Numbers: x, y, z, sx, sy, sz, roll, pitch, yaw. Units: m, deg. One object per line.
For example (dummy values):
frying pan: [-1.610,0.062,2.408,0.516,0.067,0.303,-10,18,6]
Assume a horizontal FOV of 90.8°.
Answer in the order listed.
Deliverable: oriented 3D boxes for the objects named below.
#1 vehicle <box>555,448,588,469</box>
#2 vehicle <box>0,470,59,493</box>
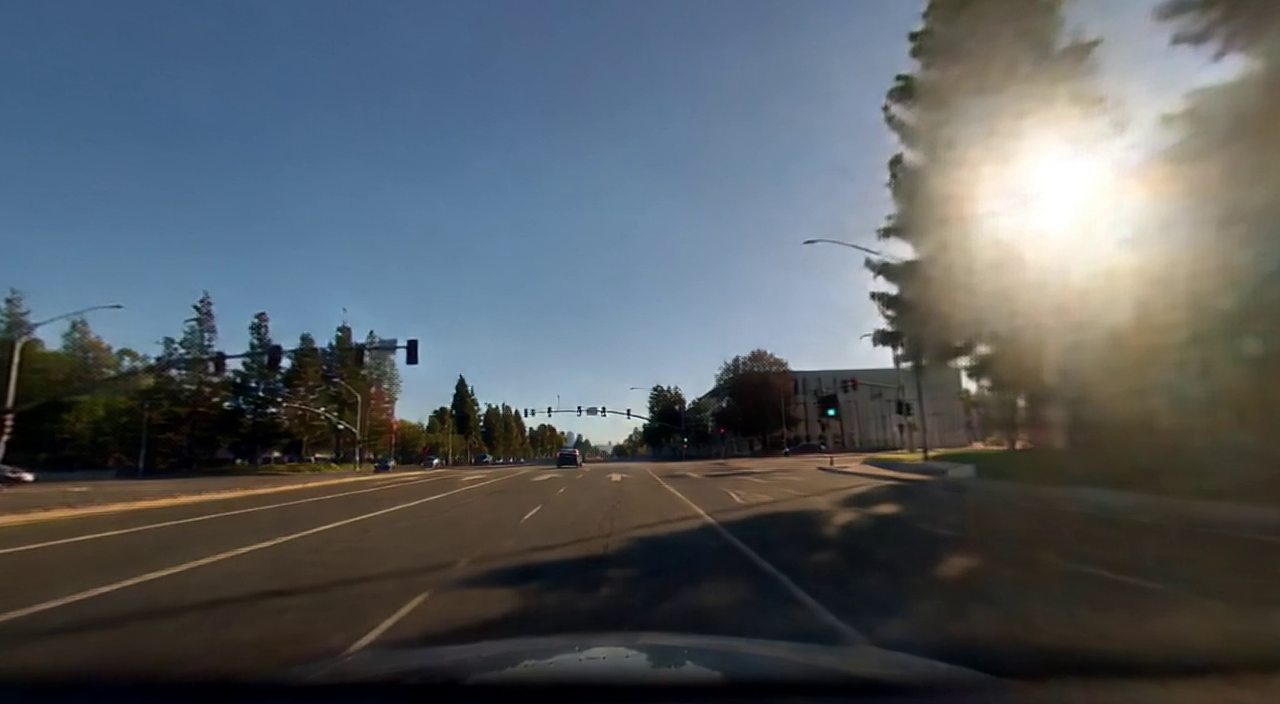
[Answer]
vehicle: [-5.018,7.912,46.974,2.073,1.445,4.151,0,-8,-2]
vehicle: [-48.601,10.051,49.078,4.801,1.625,2.063,0,-8,-1]
